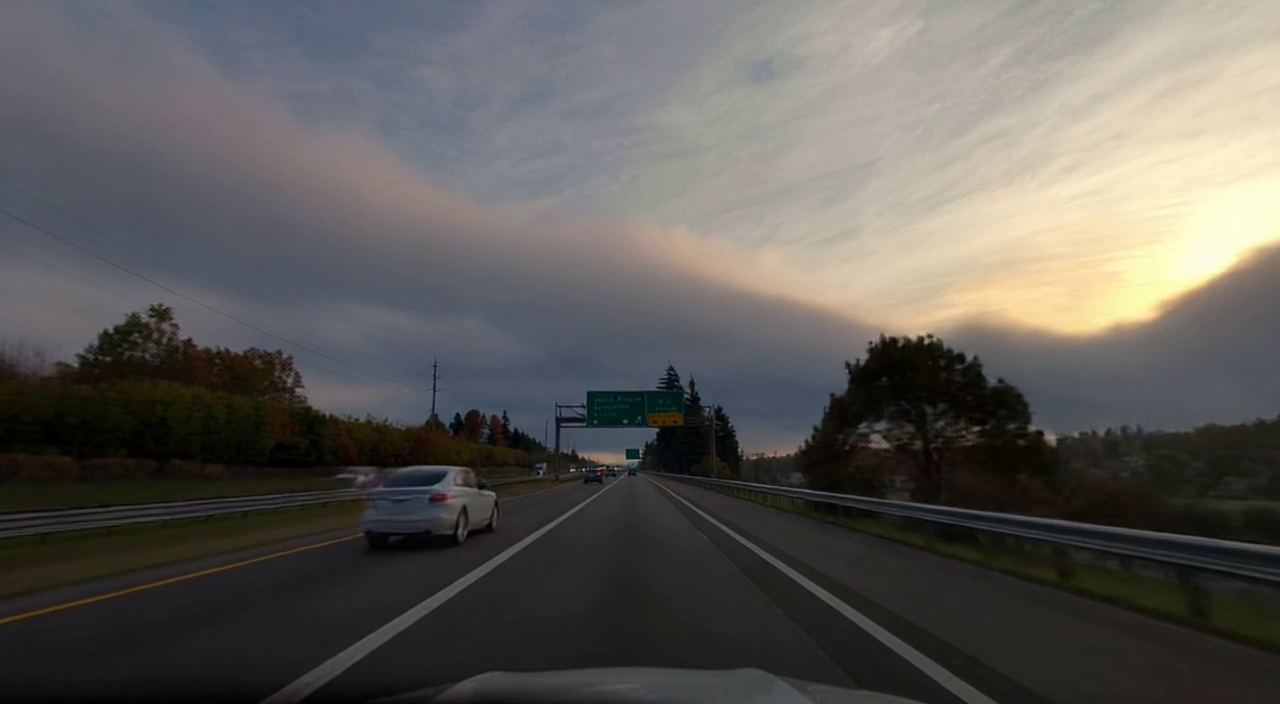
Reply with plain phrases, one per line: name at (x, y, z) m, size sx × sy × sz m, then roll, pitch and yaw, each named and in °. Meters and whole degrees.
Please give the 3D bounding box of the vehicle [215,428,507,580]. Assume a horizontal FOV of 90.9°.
vehicle at (-4.046, 2.407, 10.718) m, size 2.254 × 1.809 × 5.839 m, roll 1°, pitch -10°, yaw 0°
